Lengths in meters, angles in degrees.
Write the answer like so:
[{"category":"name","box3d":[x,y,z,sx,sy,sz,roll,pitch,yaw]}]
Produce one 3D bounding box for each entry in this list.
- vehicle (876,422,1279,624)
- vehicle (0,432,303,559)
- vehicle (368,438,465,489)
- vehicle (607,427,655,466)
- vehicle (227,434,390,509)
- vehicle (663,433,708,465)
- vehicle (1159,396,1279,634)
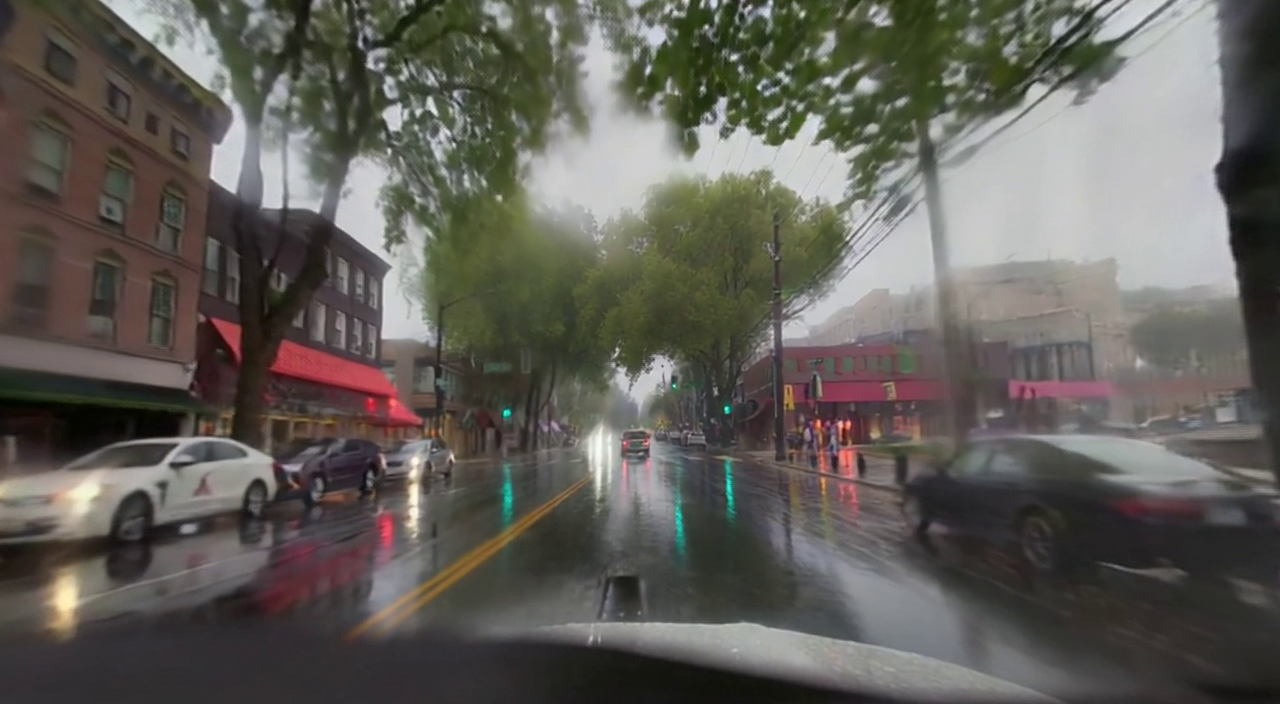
[{"category":"vehicle","box3d":[5.530,1.900,8.509,2.266,1.705,5.998,0,-8,-1]},{"category":"vehicle","box3d":[-9.381,2.612,12.401,2.305,1.883,5.580,0,-9,2]},{"category":"vehicle","box3d":[-9.675,4.852,27.994,2.048,1.985,6.011,0,-9,0]},{"category":"vehicle","box3d":[-0.461,4.928,33.073,2.301,1.854,4.919,0,-8,-1]},{"category":"vehicle","box3d":[-9.655,3.486,19.081,1.980,1.931,5.487,0,-8,-1]},{"category":"vehicle","box3d":[2.385,5.201,34.005,1.998,1.580,4.015,0,-8,-1]},{"category":"vehicle","box3d":[5.871,1.017,3.291,2.070,1.761,4.848,0,-8,-2]}]
